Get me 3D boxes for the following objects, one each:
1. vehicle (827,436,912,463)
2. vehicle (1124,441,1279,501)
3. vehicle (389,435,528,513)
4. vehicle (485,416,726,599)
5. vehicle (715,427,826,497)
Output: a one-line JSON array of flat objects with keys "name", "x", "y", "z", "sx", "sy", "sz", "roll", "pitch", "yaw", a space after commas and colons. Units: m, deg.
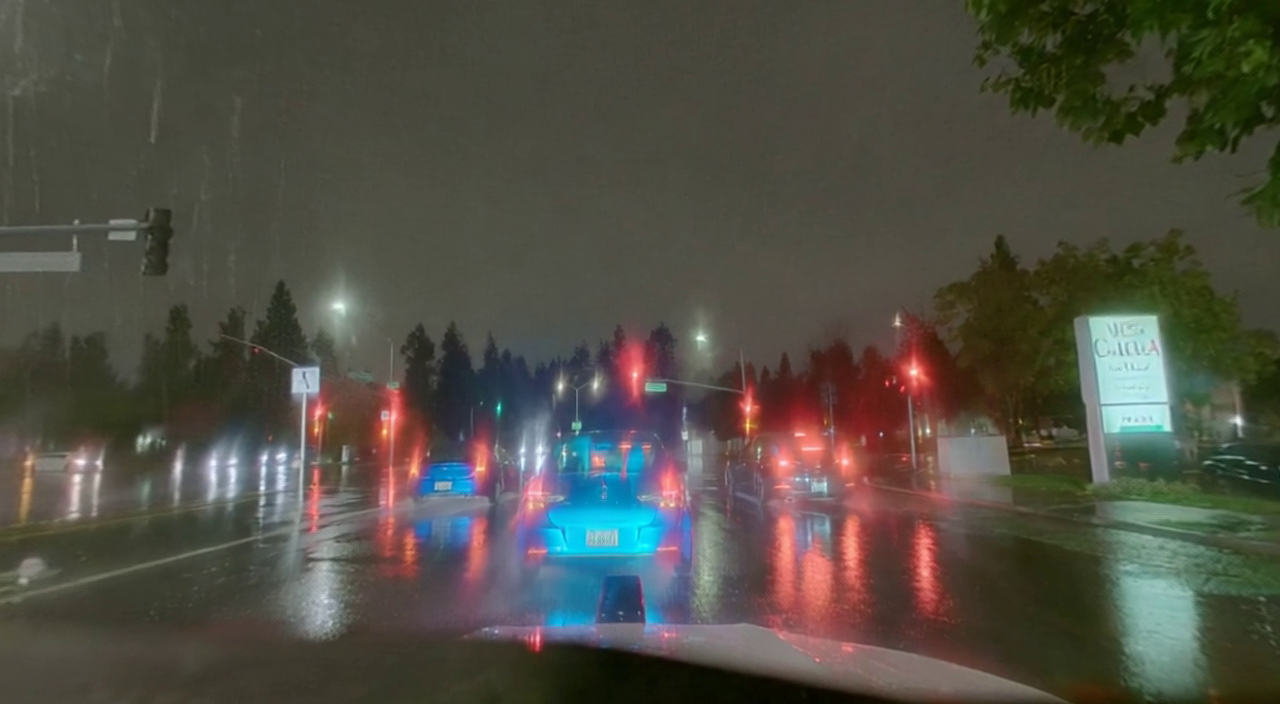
[{"name": "vehicle", "x": 13.901, "y": 5.927, "z": 38.465, "sx": 4.419, "sy": 1.619, "sz": 1.894, "roll": 1, "pitch": -9, "yaw": -8}, {"name": "vehicle", "x": 15.192, "y": 3.011, "z": 16.270, "sx": 3.951, "sy": 1.418, "sz": 1.842, "roll": 0, "pitch": -8, "yaw": -3}, {"name": "vehicle", "x": -3.763, "y": 2.587, "z": 13.854, "sx": 1.998, "sy": 1.452, "sz": 3.773, "roll": 0, "pitch": -8, "yaw": -1}, {"name": "vehicle", "x": -0.357, "y": 1.633, "z": 7.536, "sx": 2.045, "sy": 1.533, "sz": 4.183, "roll": 0, "pitch": -8, "yaw": -2}, {"name": "vehicle", "x": 3.430, "y": 2.992, "z": 17.506, "sx": 2.028, "sy": 1.678, "sz": 4.220, "roll": 0, "pitch": -8, "yaw": -2}]
